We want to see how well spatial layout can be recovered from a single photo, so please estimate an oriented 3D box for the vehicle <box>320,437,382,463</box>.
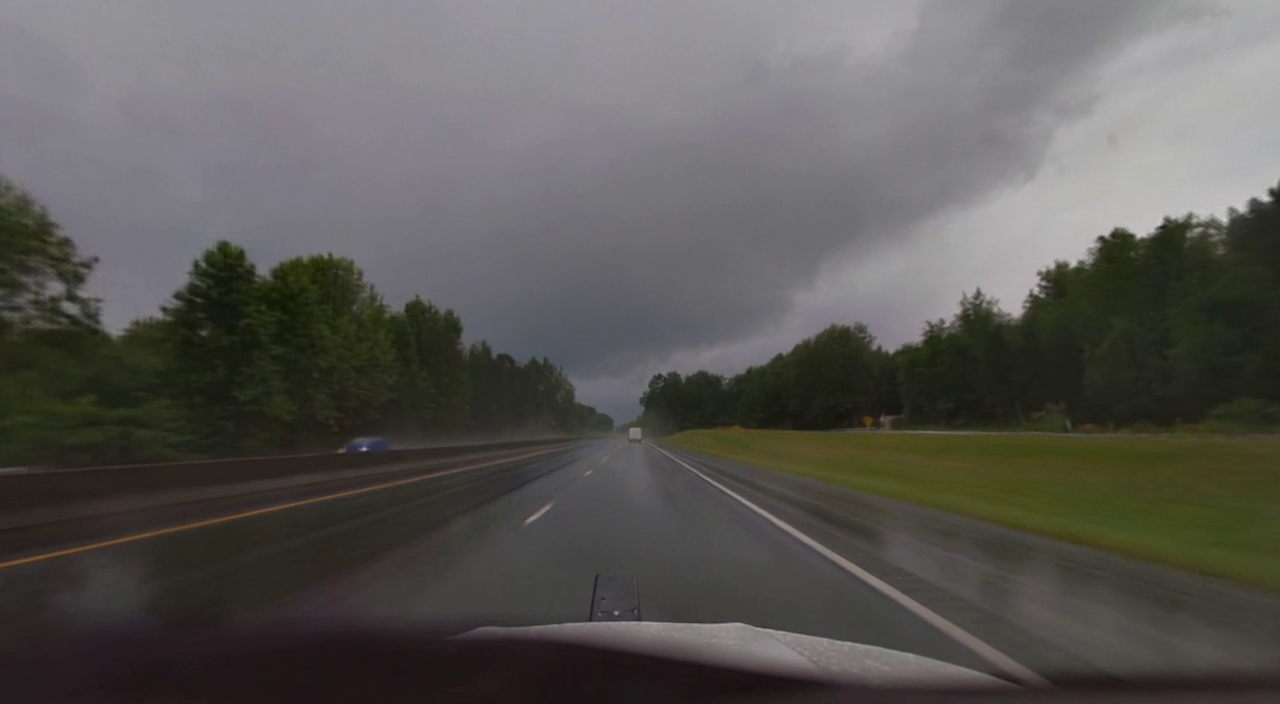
[{"bbox_3d":[-17.808,6.057,39.078,1.807,1.507,4.263,0,-8,0],"label":"vehicle"}]
